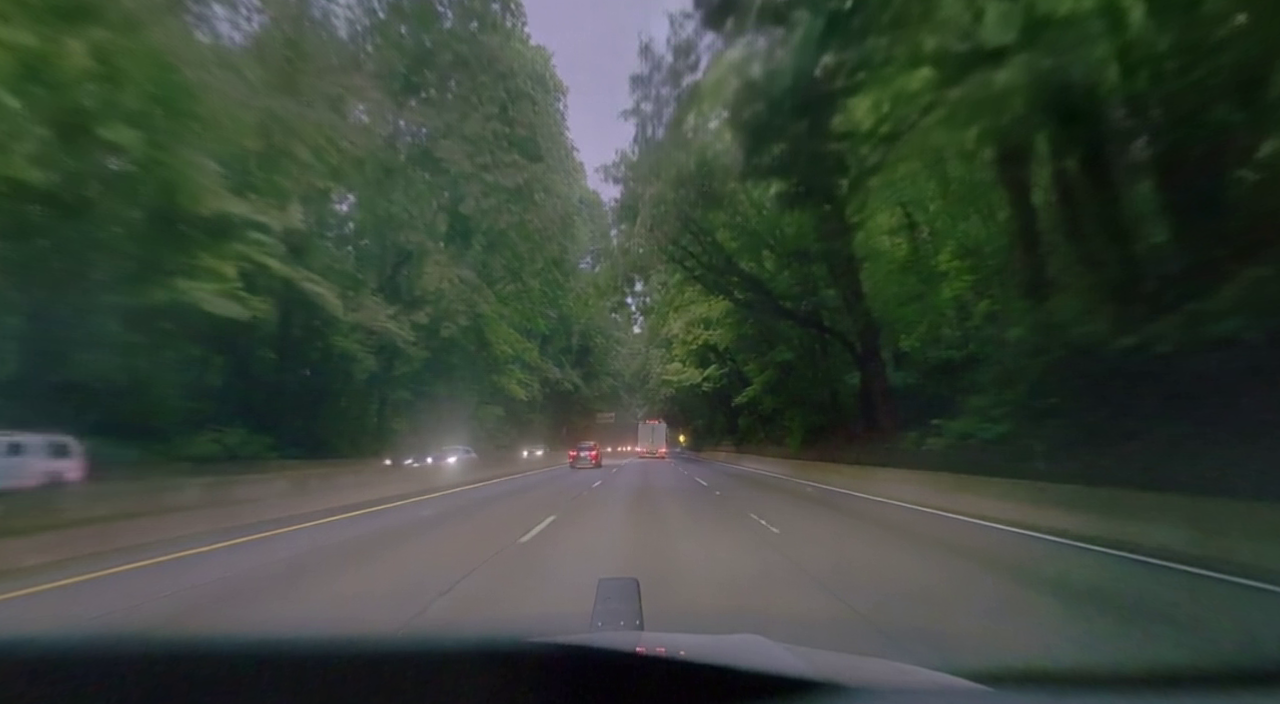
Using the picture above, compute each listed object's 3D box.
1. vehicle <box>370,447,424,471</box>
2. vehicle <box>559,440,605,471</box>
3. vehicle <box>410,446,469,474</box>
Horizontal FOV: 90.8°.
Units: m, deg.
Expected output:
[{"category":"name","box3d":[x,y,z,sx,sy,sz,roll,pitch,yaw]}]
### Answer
[{"category":"vehicle","box3d":[-15.982,7.021,41.682,1.757,1.450,4.253,0,-9,1]},{"category":"vehicle","box3d":[-3.183,5.779,35.441,2.057,1.618,4.212,0,-9,1]},{"category":"vehicle","box3d":[-11.615,6.278,36.883,1.841,1.487,4.687,0,-9,1]}]
